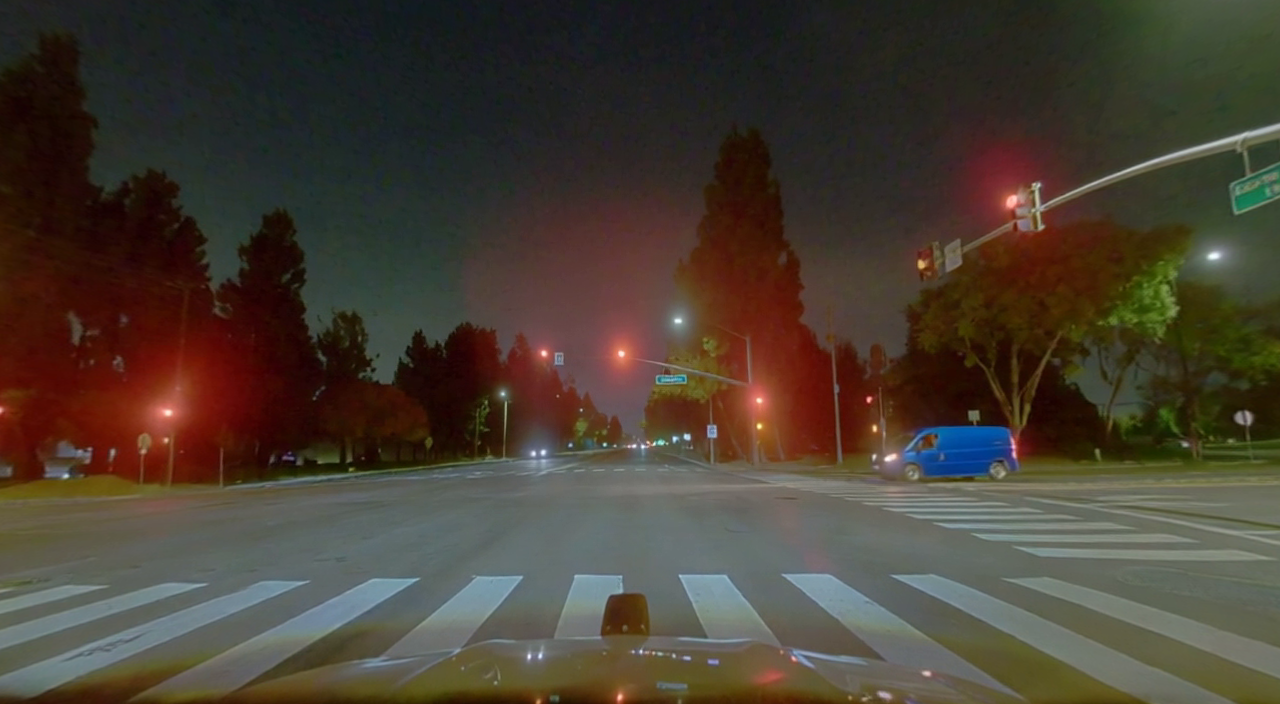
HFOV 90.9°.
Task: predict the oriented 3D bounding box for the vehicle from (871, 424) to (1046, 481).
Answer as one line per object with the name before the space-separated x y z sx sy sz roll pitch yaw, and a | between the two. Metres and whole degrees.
vehicle | 10.545 3.359 21.178 4.790 1.798 1.909 0 -8 0
